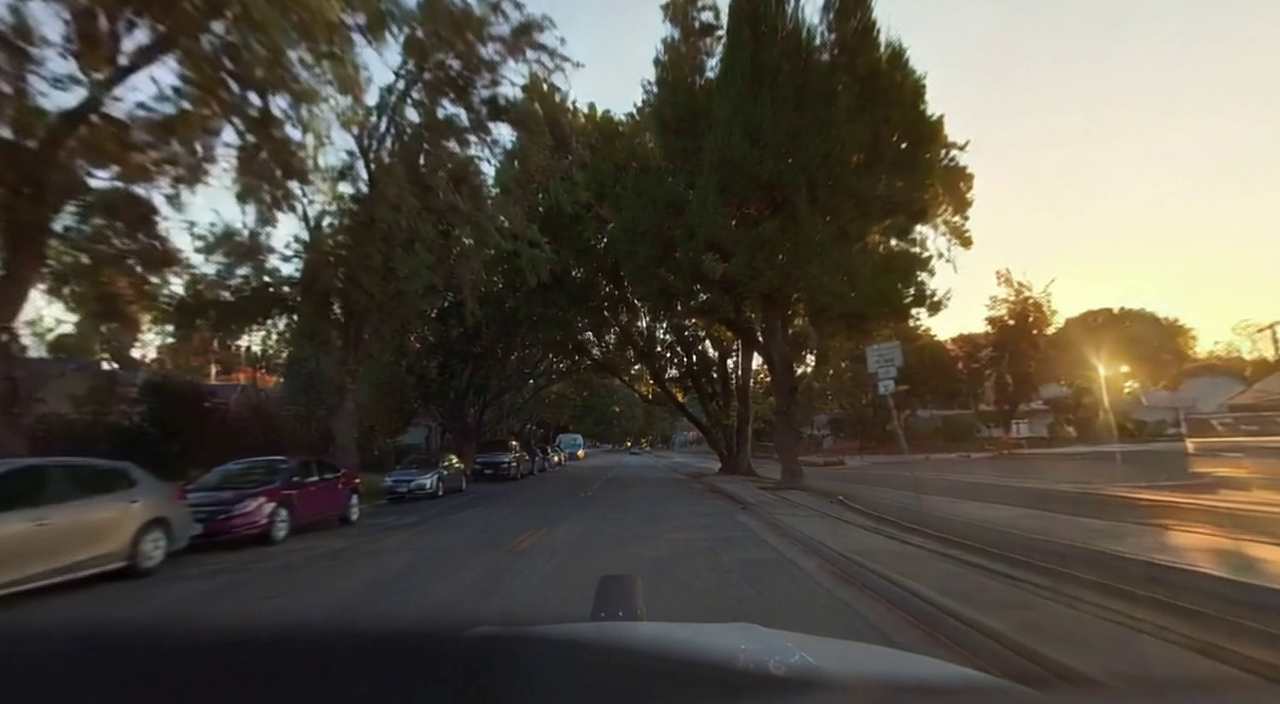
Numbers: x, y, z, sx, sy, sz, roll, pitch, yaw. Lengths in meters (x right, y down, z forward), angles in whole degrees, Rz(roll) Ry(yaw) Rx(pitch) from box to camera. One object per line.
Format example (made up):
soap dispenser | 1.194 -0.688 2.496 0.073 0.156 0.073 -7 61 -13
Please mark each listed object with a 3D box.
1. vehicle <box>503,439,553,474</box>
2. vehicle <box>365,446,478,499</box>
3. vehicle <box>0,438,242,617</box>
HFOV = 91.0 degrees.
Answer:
vehicle | -6.580 6.220 37.574 2.249 1.884 4.784 2 -9 -2
vehicle | -6.774 3.770 20.100 2.056 1.477 4.318 0 -9 0
vehicle | -6.469 1.563 5.884 2.074 1.502 5.098 0 -8 1
